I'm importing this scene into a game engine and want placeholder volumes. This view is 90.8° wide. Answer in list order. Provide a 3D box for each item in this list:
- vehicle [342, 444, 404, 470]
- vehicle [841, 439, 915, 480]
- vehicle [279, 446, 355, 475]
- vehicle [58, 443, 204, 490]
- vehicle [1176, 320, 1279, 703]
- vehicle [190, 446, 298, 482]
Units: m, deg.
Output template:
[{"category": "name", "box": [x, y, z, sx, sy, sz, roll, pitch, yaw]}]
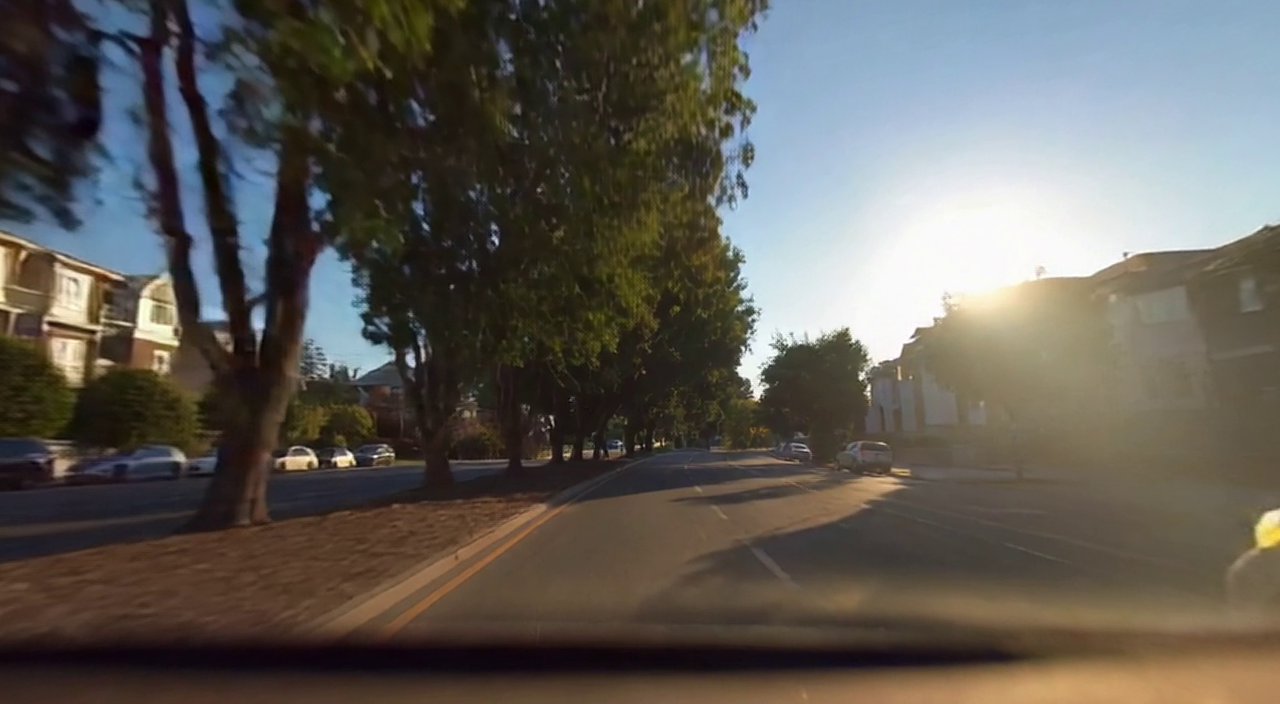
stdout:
[{"category": "vehicle", "box": [-17.441, 6.960, 41.583, 1.908, 1.500, 4.470, -3, -11, 4]}, {"category": "vehicle", "box": [11.311, 5.125, 30.391, 2.037, 1.655, 4.760, 3, -8, 4]}, {"category": "vehicle", "box": [-18.059, 6.100, 35.583, 1.829, 1.452, 4.562, -2, -9, 1]}, {"category": "vehicle", "box": [-18.736, 4.219, 23.549, 1.802, 1.487, 4.359, -2, -9, 0]}, {"category": "vehicle", "box": [3.800, 0.491, 0.748, 2.215, 1.812, 4.569, 0, -9, -1]}, {"category": "vehicle", "box": [-18.342, 5.191, 29.553, 1.823, 1.455, 4.680, -3, -9, 3]}]
